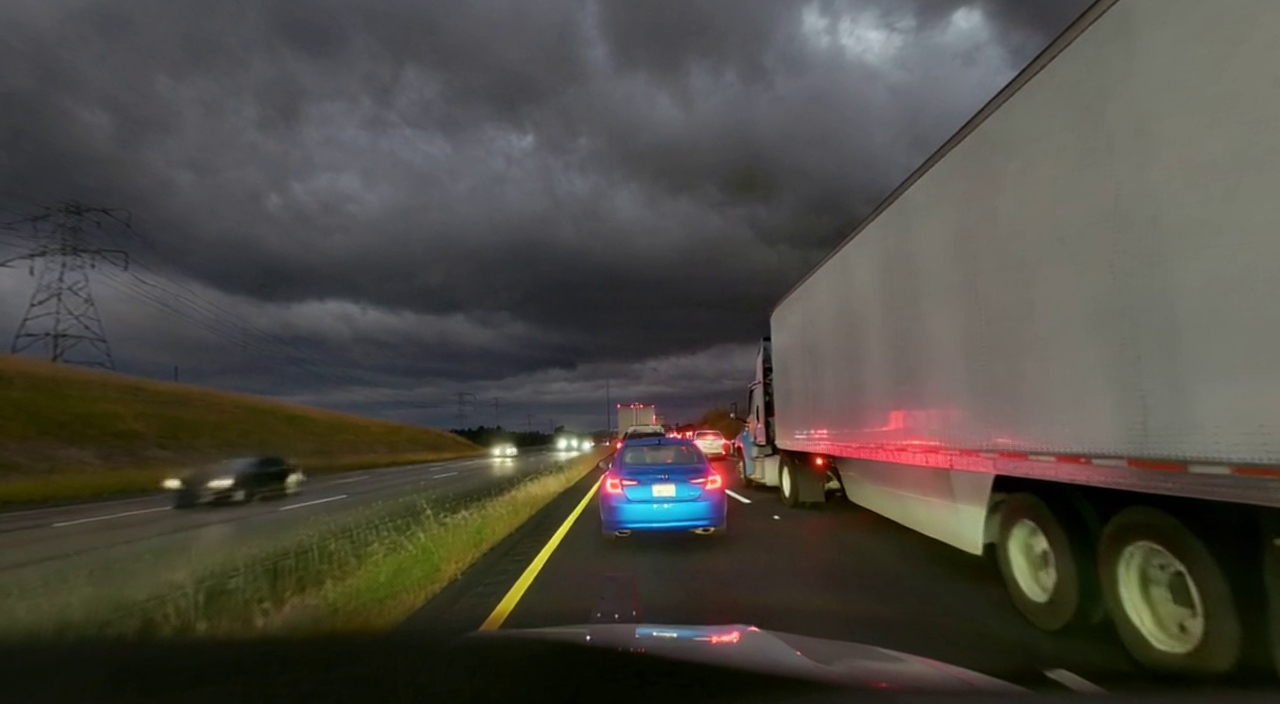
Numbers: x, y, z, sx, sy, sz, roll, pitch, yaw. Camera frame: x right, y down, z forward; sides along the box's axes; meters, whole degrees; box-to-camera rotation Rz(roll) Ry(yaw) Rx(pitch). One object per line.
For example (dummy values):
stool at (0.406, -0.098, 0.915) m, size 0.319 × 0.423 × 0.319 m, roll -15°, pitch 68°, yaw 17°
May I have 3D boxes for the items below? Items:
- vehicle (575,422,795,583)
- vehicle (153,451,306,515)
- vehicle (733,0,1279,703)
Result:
vehicle at (0.341, 1.651, 7.700) m, size 2.045 × 1.446 × 3.597 m, roll 0°, pitch -8°, yaw -2°
vehicle at (-11.688, 3.704, 18.285) m, size 1.856 × 1.559 × 3.844 m, roll -1°, pitch -8°, yaw 0°
vehicle at (4.204, 0.494, 8.868) m, size 3.138 × 4.065 × 14.276 m, roll 0°, pitch -8°, yaw -2°
